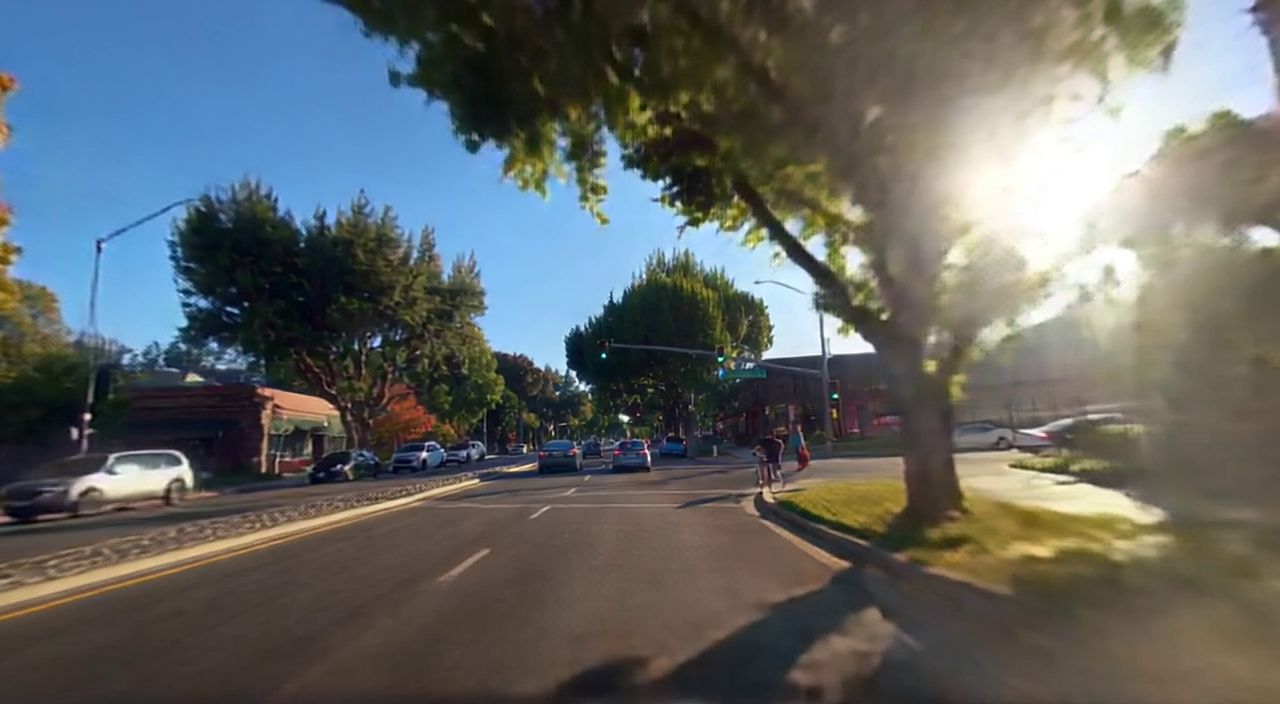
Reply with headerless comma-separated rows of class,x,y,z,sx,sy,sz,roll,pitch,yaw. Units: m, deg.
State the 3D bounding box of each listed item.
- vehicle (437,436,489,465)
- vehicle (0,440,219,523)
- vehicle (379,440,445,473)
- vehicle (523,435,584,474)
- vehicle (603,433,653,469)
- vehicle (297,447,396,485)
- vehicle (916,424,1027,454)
vehicle,-12.375,6.919,44.501,2.260,1.921,4.902,0,-8,0
vehicle,-13.190,3.113,15.827,1.999,1.755,4.518,-1,-8,2
vehicle,-12.602,5.809,35.261,1.986,1.712,4.399,0,-8,1
vehicle,-3.575,4.319,26.821,1.921,1.477,4.083,0,-8,1
vehicle,-0.537,4.468,28.620,2.085,1.475,3.976,0,-8,-1
vehicle,-12.587,4.883,27.469,1.909,1.462,4.608,-1,-8,3
vehicle,17.165,4.538,32.896,4.517,1.455,2.233,-1,-8,3
